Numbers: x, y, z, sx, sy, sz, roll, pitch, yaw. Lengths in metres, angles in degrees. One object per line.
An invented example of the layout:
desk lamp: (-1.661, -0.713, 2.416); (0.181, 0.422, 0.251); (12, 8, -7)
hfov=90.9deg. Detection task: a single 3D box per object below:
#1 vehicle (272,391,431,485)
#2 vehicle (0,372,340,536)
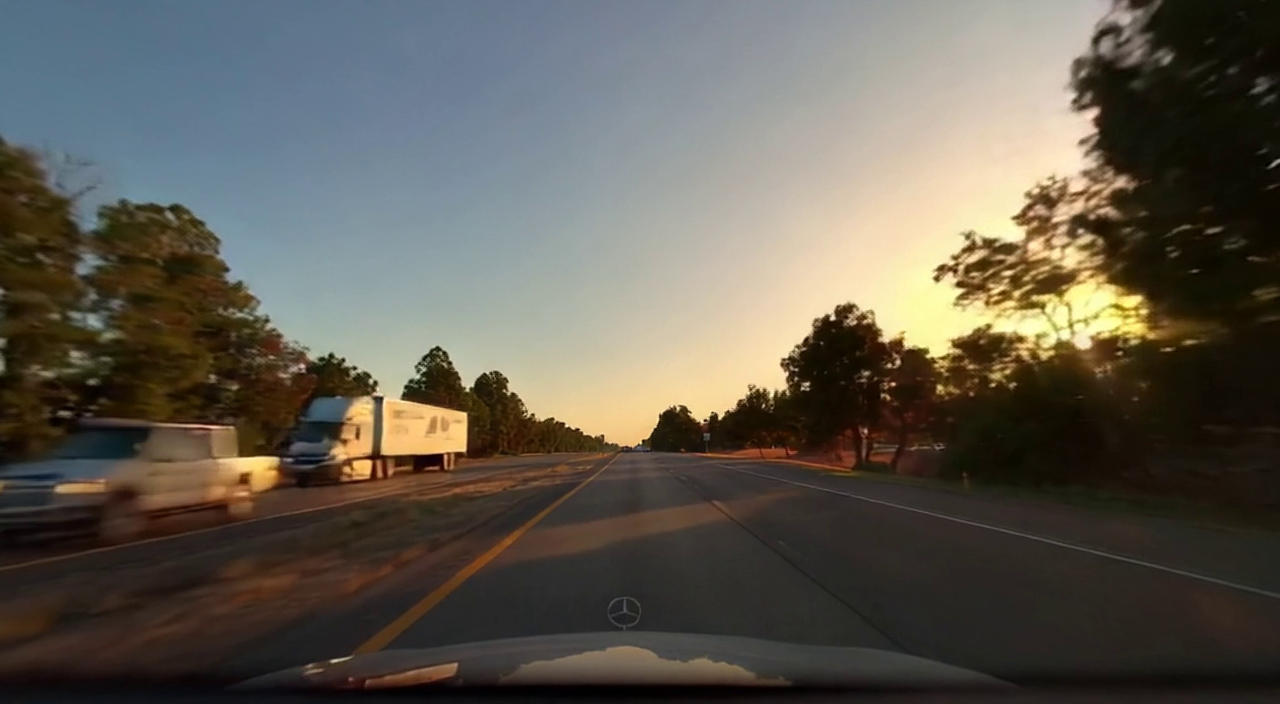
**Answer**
vehicle: (-13.474, 4.288, 30.883); (2.962, 3.836, 10.189); (0, -9, 0)
vehicle: (-9.554, 2.170, 13.759); (2.233, 2.593, 7.395); (0, -9, 1)
